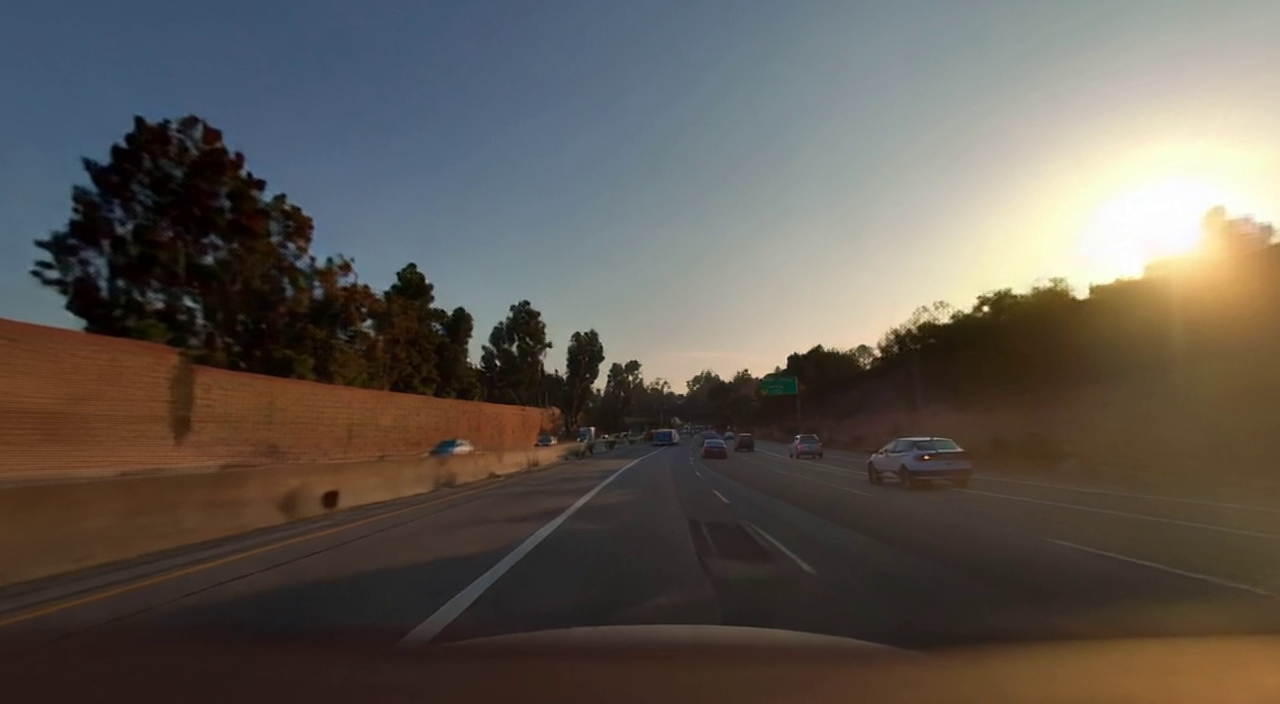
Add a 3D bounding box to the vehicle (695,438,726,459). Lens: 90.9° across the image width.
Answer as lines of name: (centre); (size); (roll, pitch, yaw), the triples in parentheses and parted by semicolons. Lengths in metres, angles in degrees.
vehicle: (5.082, 7.022, 46.073); (1.926, 1.477, 4.080); (0, -8, 2)
